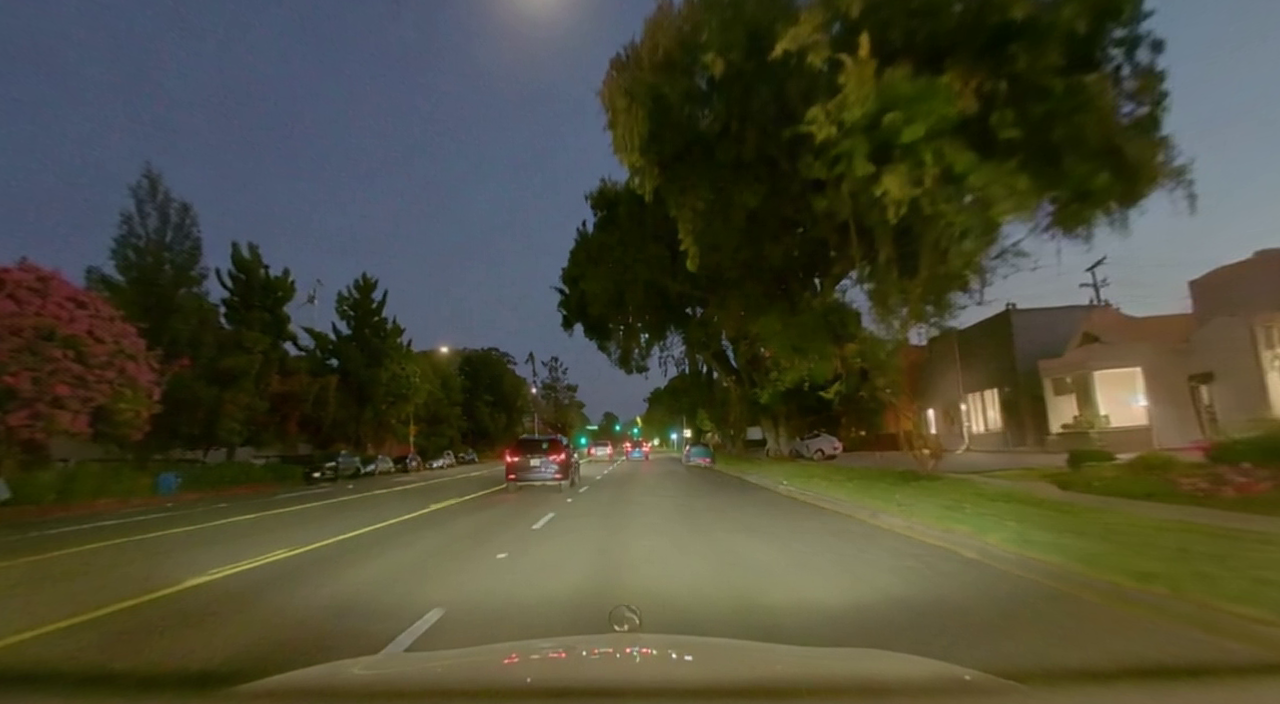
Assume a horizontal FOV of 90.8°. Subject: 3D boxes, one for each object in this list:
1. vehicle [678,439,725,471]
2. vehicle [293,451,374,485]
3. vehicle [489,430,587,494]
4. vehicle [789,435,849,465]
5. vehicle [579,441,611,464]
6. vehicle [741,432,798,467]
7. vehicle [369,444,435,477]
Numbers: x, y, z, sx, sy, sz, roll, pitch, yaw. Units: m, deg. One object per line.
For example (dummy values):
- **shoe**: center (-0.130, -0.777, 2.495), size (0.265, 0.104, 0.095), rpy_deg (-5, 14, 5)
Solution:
- **vehicle**: center (3.484, 5.919, 36.500), size (2.150, 1.655, 4.739), rpy_deg (0, -8, -1)
- **vehicle**: center (-16.360, 6.180, 34.059), size (1.870, 1.599, 5.022), rpy_deg (0, -8, 0)
- **vehicle**: center (-3.106, 3.481, 20.421), size (2.257, 1.751, 5.028), rpy_deg (0, -8, 1)
- **vehicle**: center (10.147, 5.569, 36.104), size (1.777, 1.514, 4.140), rpy_deg (-1, -8, -6)
- **vehicle**: center (-3.348, 7.577, 47.743), size (2.167, 1.634, 4.220), rpy_deg (0, -8, 0)
- **vehicle**: center (7.335, 5.563, 36.280), size (2.112, 1.776, 4.555), rpy_deg (2, -8, -3)
- **vehicle**: center (-14.174, 6.461, 37.973), size (2.123, 1.770, 4.848), rpy_deg (0, -8, -1)
